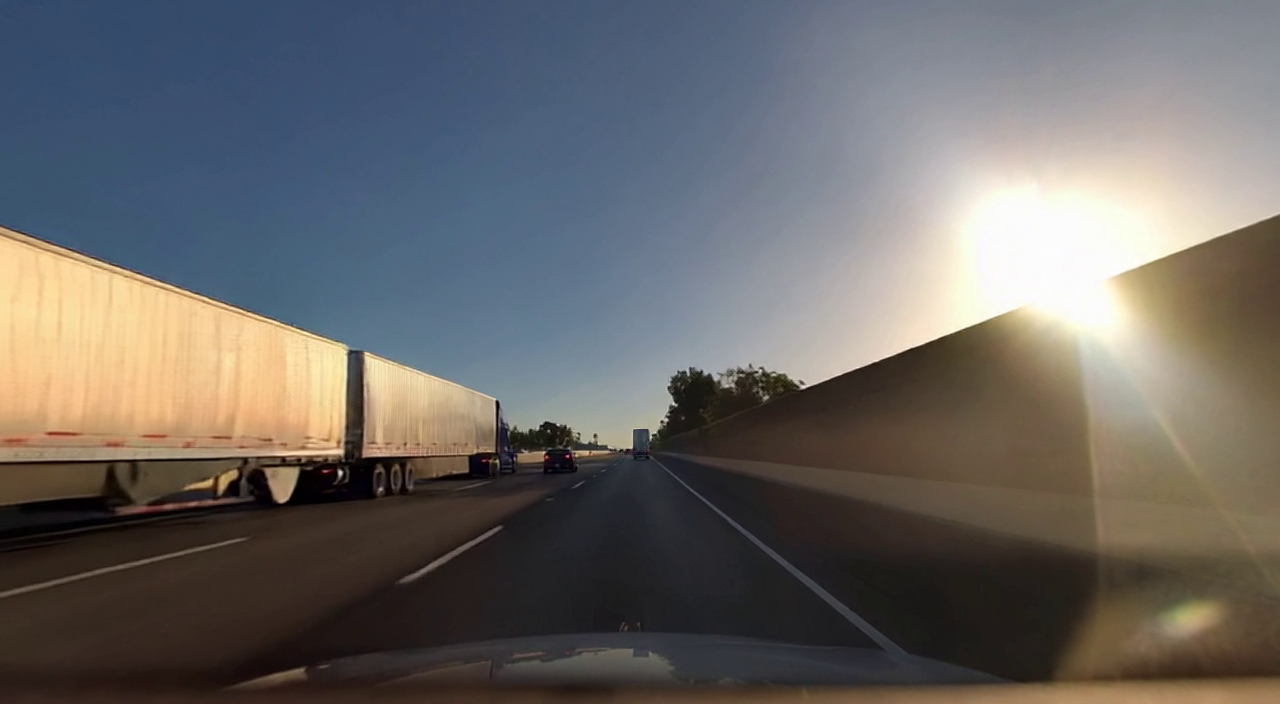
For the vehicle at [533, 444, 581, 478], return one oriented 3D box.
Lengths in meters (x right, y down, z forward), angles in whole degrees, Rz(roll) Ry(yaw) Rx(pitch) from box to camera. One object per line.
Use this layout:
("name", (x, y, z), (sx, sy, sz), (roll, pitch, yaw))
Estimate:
("vehicle", (-4.077, 5.399, 31.526), (1.880, 1.569, 3.714), (0, -9, -1))
